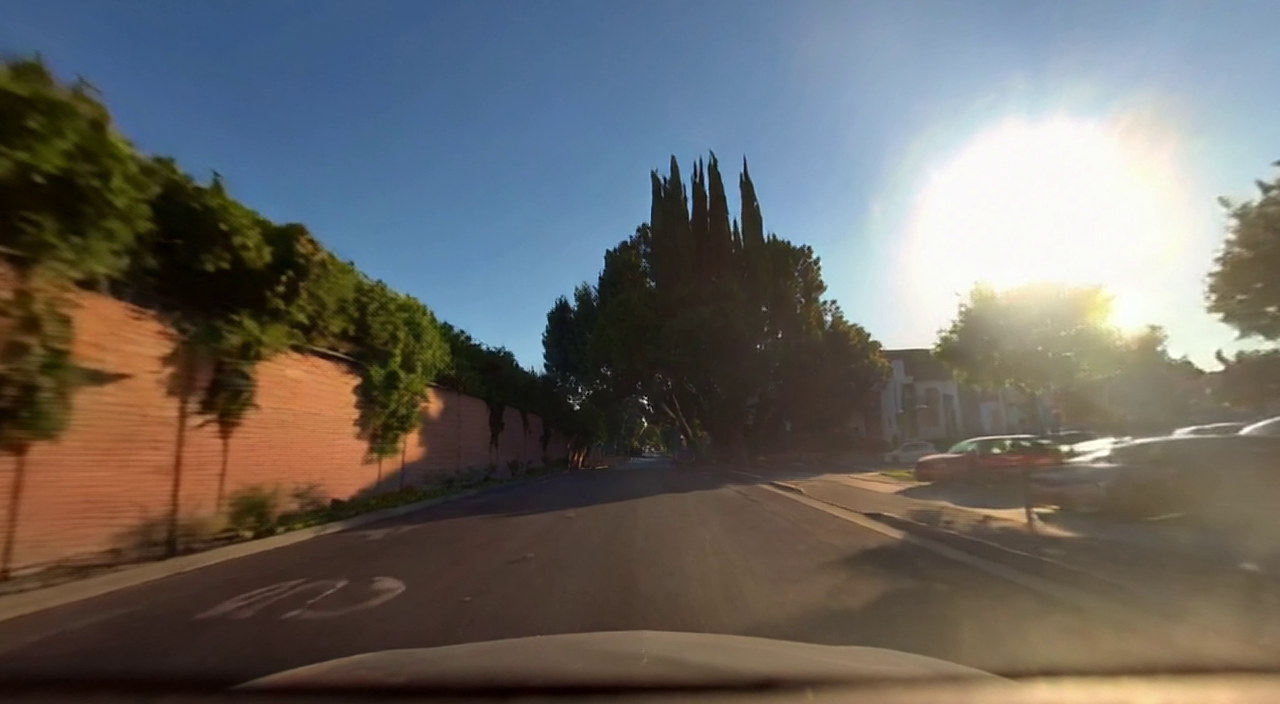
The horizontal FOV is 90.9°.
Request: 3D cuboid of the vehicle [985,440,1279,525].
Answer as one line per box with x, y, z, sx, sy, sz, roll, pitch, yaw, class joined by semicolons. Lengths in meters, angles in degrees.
9.418;2.462;12.116;4.309;1.442;2.145;1;-9;-1;vehicle
